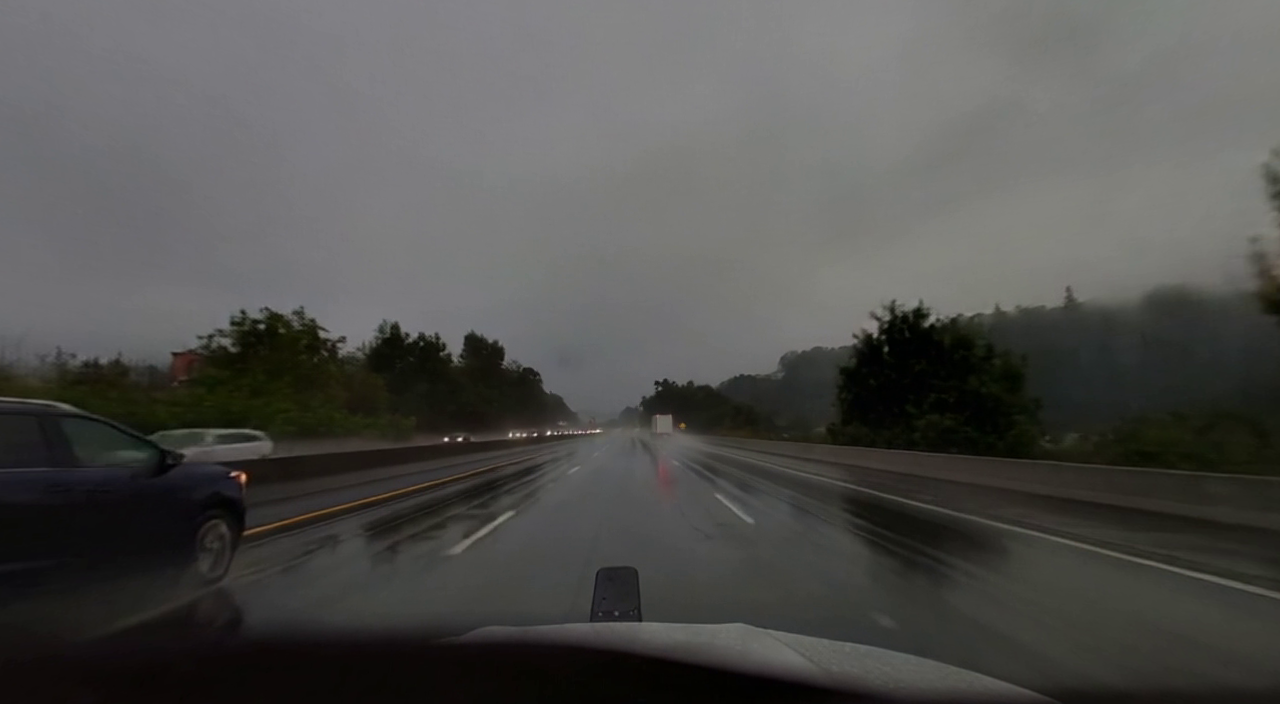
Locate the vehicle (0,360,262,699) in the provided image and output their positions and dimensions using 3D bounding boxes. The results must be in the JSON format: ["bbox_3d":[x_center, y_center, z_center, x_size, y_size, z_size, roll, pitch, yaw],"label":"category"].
[{"bbox_3d":[-4.091,0.867,3.107,2.000,1.620,3.929,0,-8,0],"label":"vehicle"}]
